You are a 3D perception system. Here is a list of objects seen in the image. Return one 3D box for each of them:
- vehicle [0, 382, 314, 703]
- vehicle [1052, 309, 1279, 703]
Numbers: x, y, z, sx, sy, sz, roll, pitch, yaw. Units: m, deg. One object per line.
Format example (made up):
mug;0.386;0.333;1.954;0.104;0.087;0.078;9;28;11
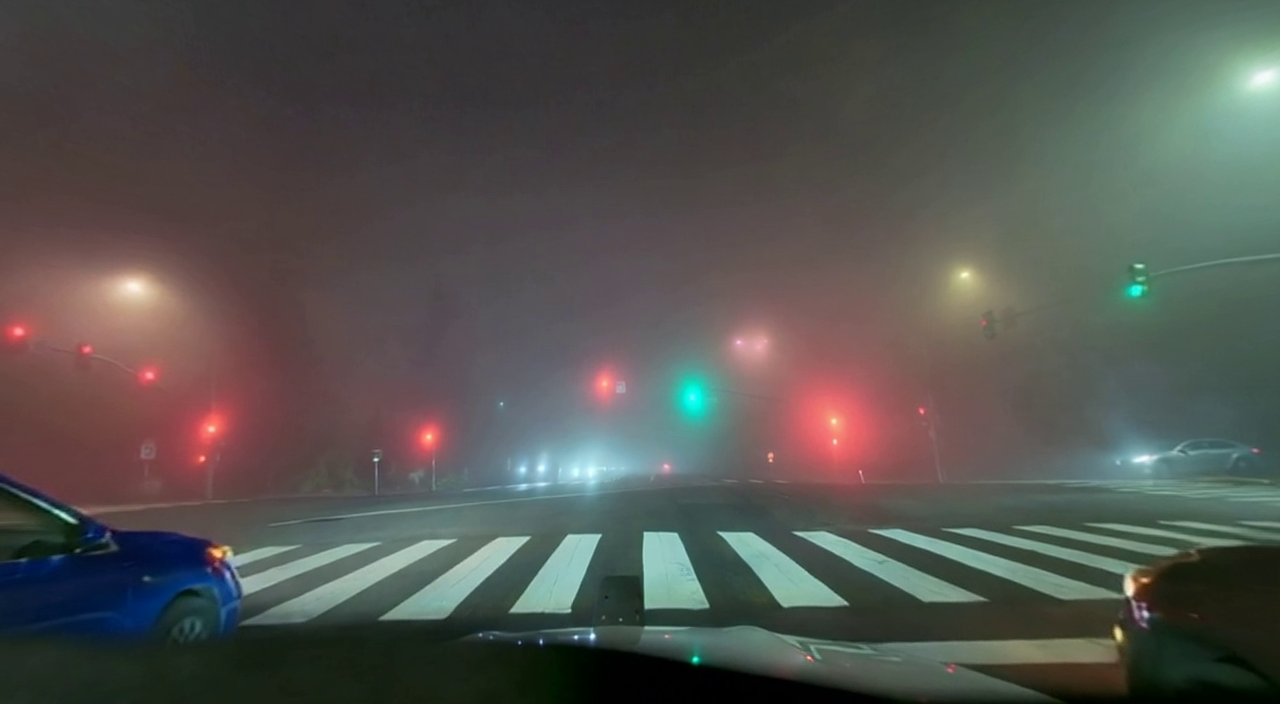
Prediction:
vehicle;-2.995;0.852;1.906;1.969;1.513;3.773;0;-9;0
vehicle;2.873;0.515;0.457;2.099;1.671;4.491;0;-9;0
